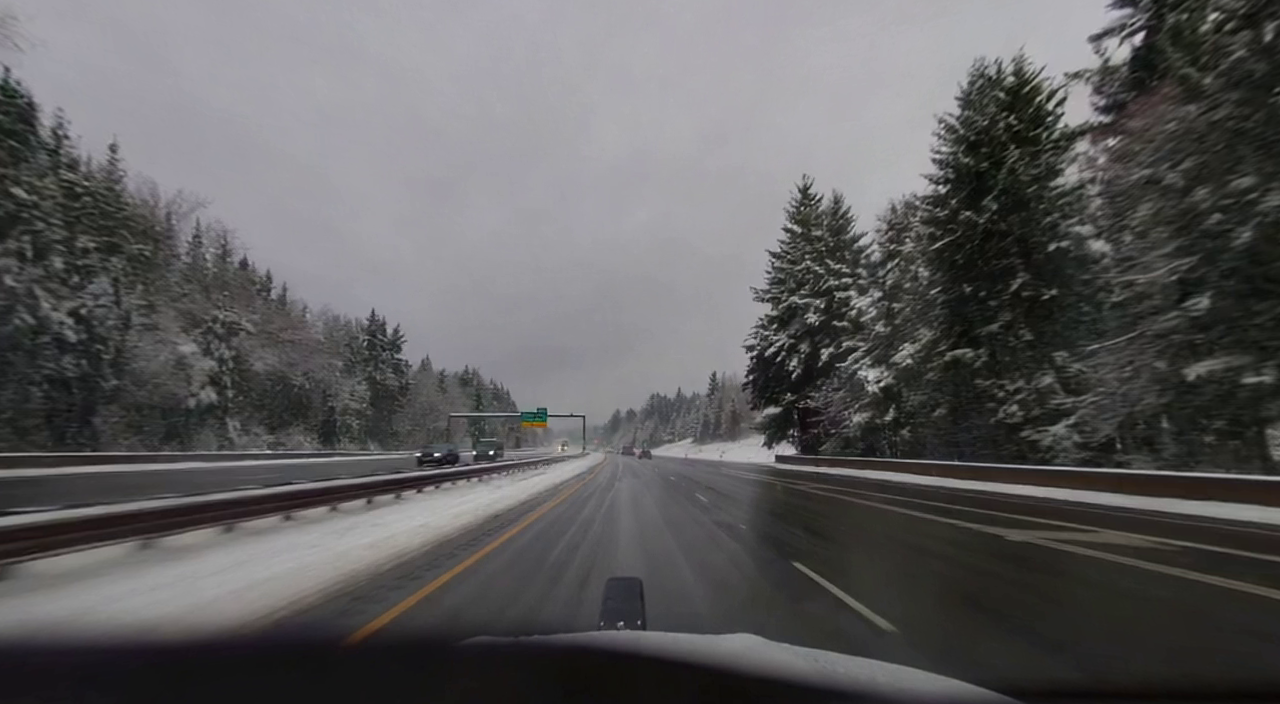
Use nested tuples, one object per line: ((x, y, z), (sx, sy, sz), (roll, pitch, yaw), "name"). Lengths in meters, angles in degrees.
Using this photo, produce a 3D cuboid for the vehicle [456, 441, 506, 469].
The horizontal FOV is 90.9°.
((-8.991, 5.870, 36.040), (1.840, 1.472, 4.202), (0, -9, -1), "vehicle")
